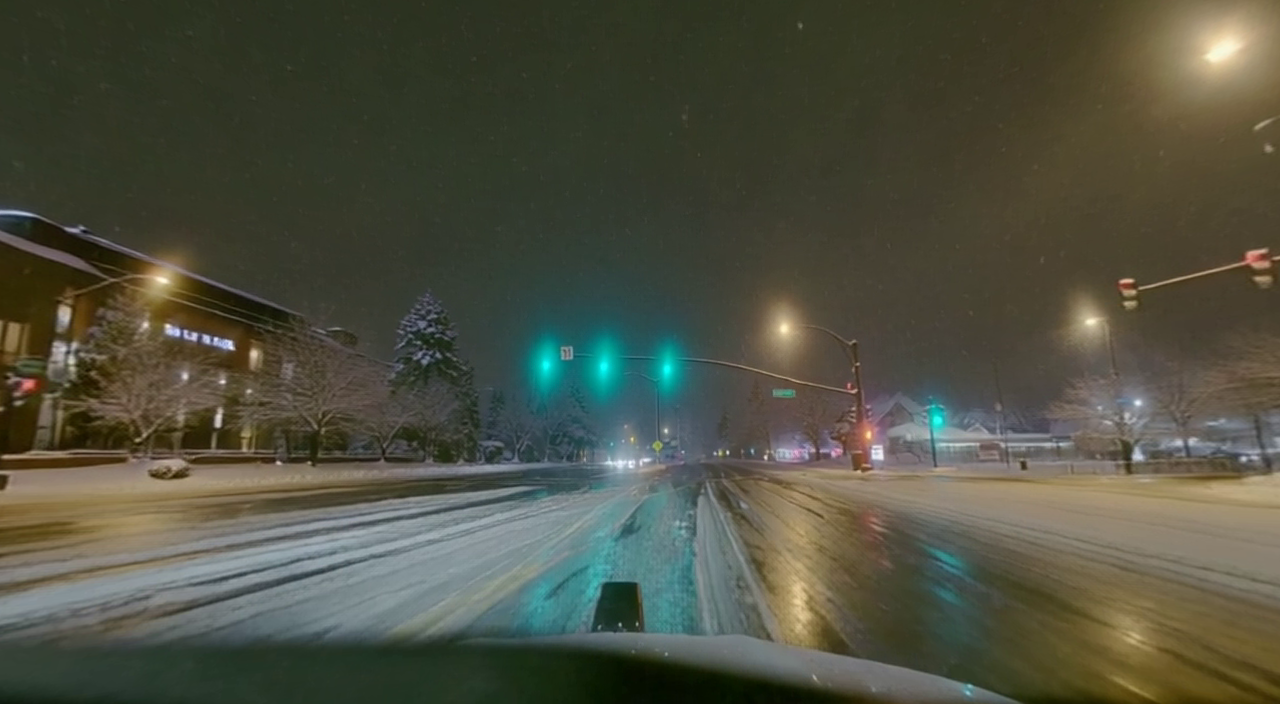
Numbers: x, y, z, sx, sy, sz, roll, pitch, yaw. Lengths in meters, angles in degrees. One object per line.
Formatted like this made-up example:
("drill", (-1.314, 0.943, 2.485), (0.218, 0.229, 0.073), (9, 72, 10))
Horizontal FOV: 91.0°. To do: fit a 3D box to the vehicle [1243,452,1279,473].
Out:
("vehicle", (45.058, 7.816, 44.634), (4.341, 1.400, 1.849), (4, -10, -28))
